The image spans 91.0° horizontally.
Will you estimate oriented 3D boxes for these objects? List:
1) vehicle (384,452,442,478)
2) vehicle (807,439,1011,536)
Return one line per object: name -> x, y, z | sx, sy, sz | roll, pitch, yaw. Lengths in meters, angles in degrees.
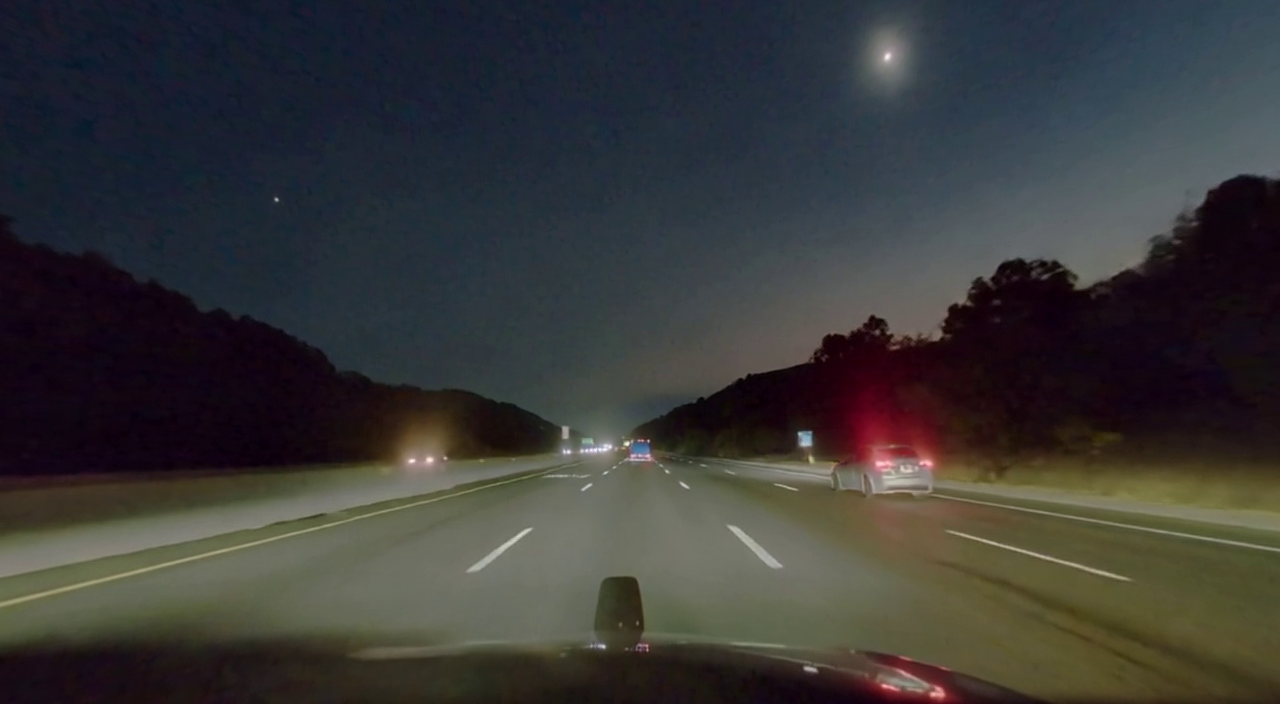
vehicle -> -14.644, 7.303, 40.880 | 1.916, 1.526, 4.581 | 0, -9, 1
vehicle -> 4.792, 2.464, 12.035 | 1.976, 1.495, 4.217 | 0, -9, -1
